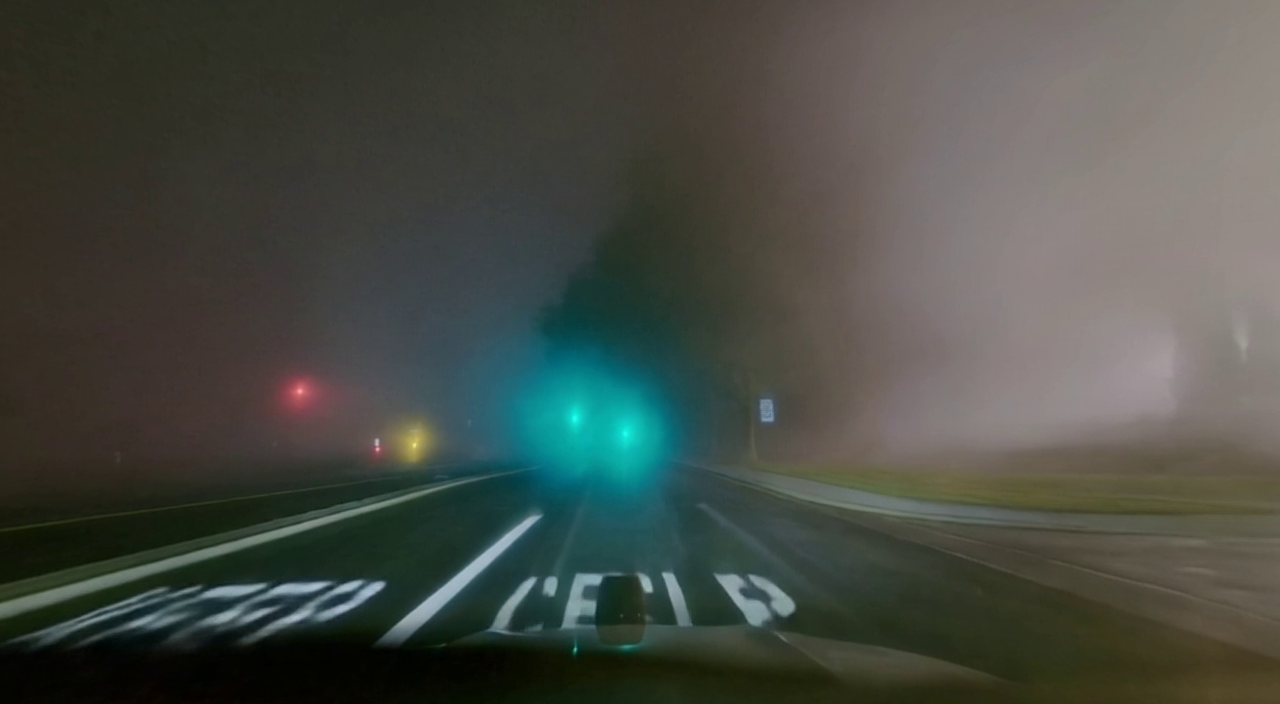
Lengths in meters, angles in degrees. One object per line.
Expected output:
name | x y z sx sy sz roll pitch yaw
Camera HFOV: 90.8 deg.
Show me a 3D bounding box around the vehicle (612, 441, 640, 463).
vehicle | -1.089 7.616 48.256 2.045 1.613 4.210 0 -8 -1
